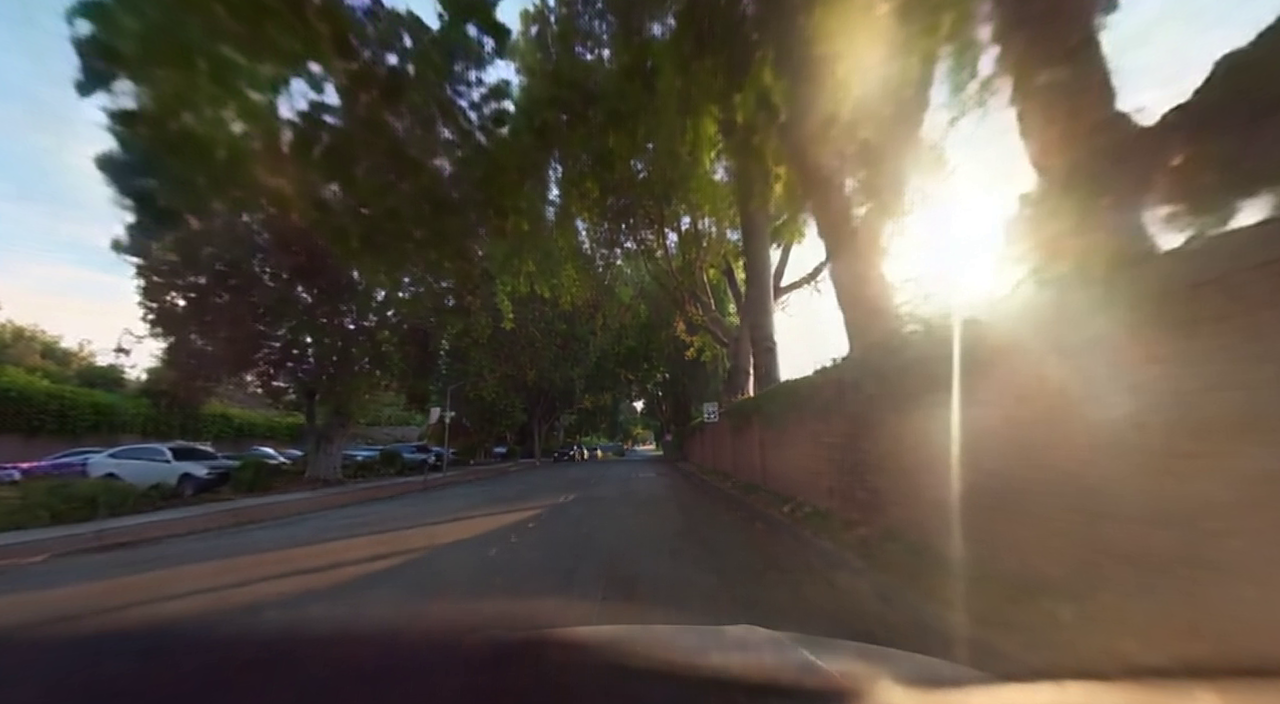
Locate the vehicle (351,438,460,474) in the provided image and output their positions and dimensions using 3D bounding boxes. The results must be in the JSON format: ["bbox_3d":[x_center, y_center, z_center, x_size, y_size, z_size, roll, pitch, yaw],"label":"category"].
[{"bbox_3d":[-13.585,6.074,36.887,5.428,1.908,2.196,1,-8,-1],"label":"vehicle"}]

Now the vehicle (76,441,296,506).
[{"bbox_3d":[-13.184,3.519,18.609,4.870,1.767,2.120,-1,-8,2],"label":"vehicle"}]

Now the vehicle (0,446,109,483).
[{"bbox_3d":[-26.879,4.960,28.071,4.736,1.516,1.937,0,-8,0],"label":"vehicle"}]
